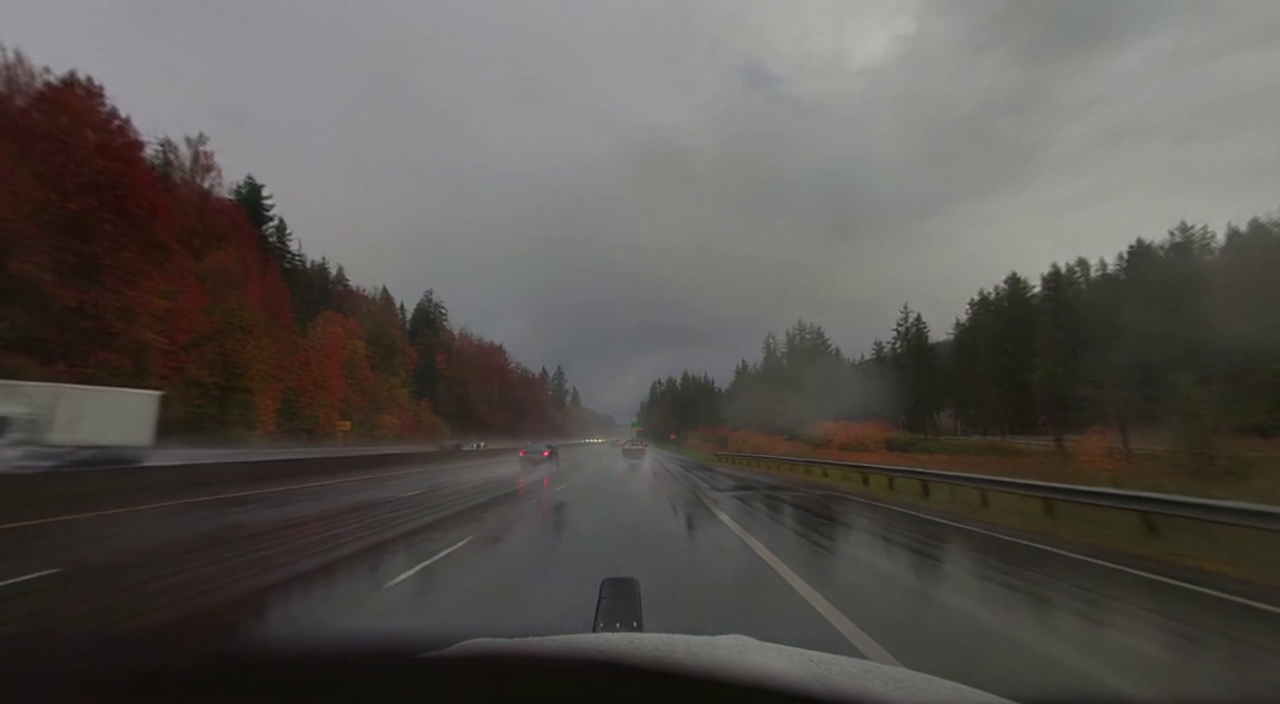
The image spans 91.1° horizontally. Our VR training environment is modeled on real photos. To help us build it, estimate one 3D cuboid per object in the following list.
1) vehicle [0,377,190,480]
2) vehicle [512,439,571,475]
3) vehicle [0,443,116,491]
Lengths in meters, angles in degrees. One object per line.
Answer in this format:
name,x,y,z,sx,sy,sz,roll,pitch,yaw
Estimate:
vehicle,-25.305,3.544,28.712,2.937,3.965,8.799,0,-8,-1
vehicle,-4.444,4.797,29.004,2.004,1.497,4.260,0,-8,1
vehicle,-21.554,4.047,22.525,1.854,1.490,4.173,0,-8,1
